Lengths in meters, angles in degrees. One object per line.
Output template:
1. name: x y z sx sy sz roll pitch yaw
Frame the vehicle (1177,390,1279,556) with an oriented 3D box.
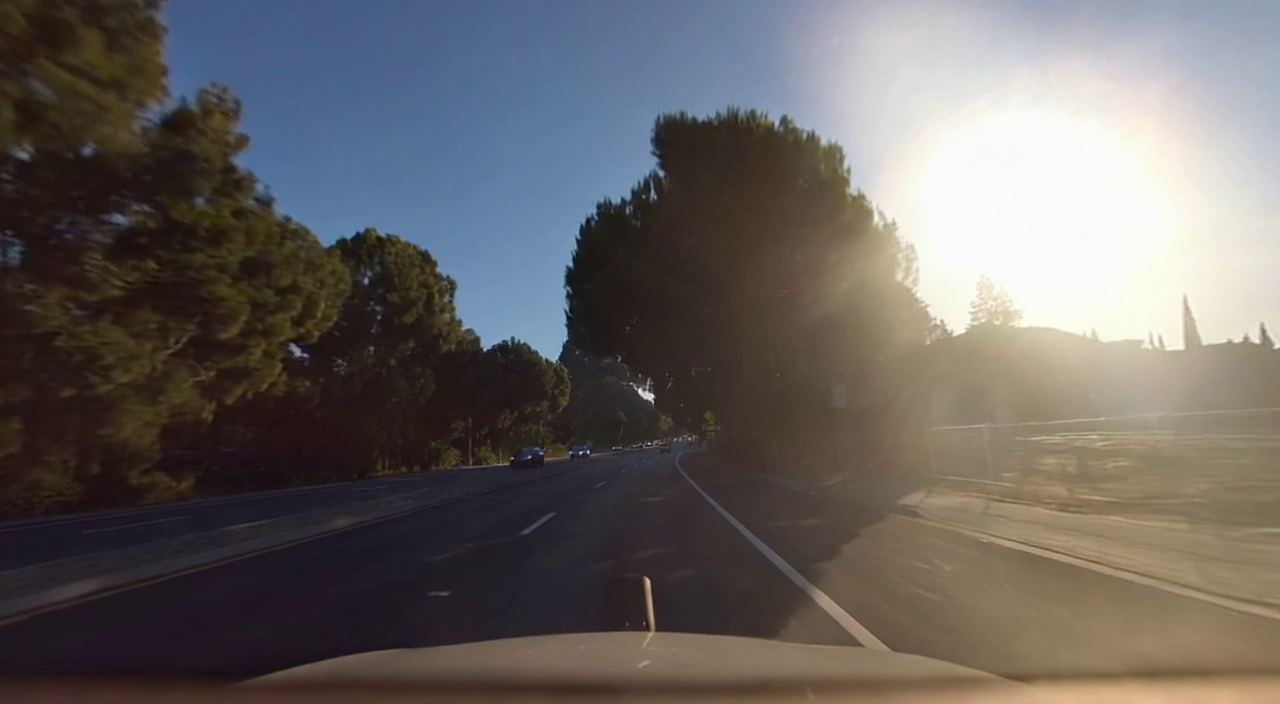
1. vehicle: 9.942 1.456 7.624 4.839 1.933 2.215 0 -9 -2

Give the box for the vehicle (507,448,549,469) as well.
1. vehicle: -8.227 7.845 46.546 2.162 1.438 4.374 0 -9 2
